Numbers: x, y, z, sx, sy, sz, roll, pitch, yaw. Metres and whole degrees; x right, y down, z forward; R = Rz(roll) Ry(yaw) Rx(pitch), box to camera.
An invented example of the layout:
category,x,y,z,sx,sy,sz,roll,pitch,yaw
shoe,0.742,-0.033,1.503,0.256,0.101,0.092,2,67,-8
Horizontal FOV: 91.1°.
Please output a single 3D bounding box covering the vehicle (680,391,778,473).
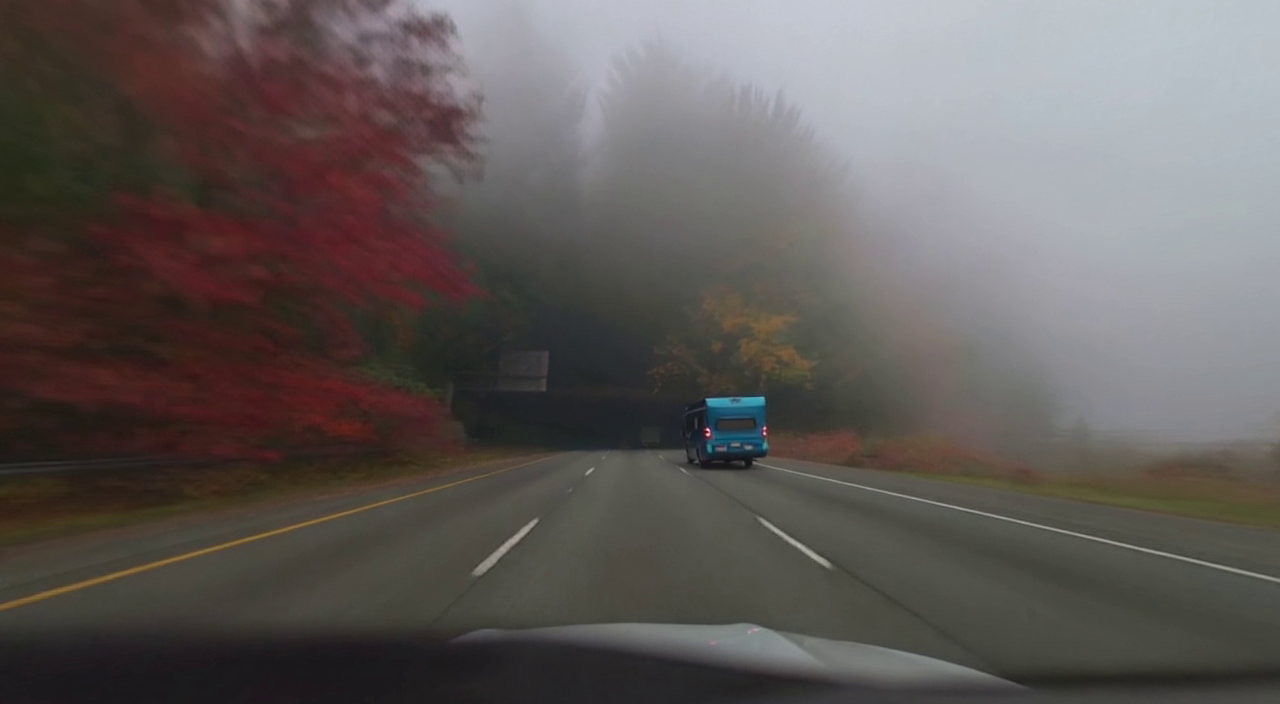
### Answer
category,x,y,z,sx,sy,sz,roll,pitch,yaw
vehicle,3.353,3.277,25.714,2.815,2.876,7.101,0,-8,-1
